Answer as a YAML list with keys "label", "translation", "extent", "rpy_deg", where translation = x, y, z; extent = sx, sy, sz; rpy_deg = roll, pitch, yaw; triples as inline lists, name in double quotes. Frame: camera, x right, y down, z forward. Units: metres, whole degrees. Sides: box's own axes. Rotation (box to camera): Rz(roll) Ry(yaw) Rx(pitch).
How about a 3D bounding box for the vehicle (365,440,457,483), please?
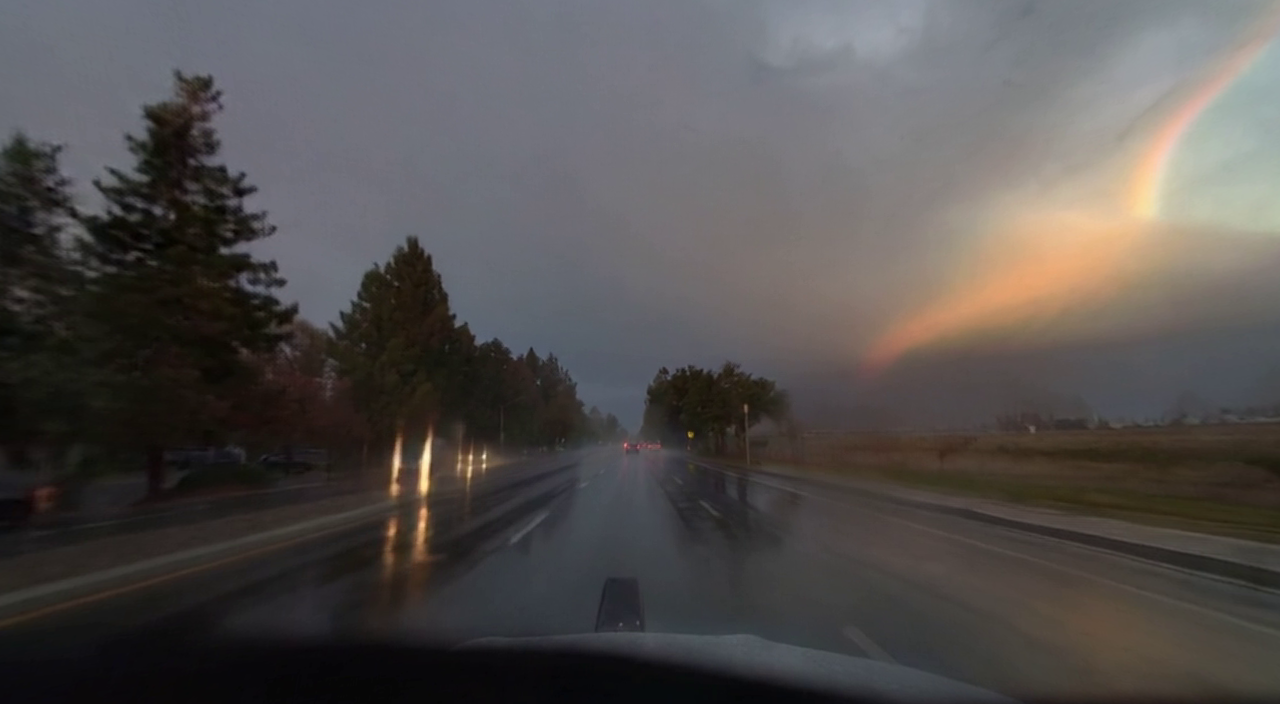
- label: "vehicle"
  translation: [-9.856, 4.742, 27.642]
  extent: [2.365, 1.697, 4.391]
  rpy_deg: [0, -8, 0]

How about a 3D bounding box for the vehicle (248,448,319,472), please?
- label: "vehicle"
  translation: [-24.559, 7.456, 43.632]
  extent: [3.658, 1.605, 1.985]
  rpy_deg: [0, -9, 0]
